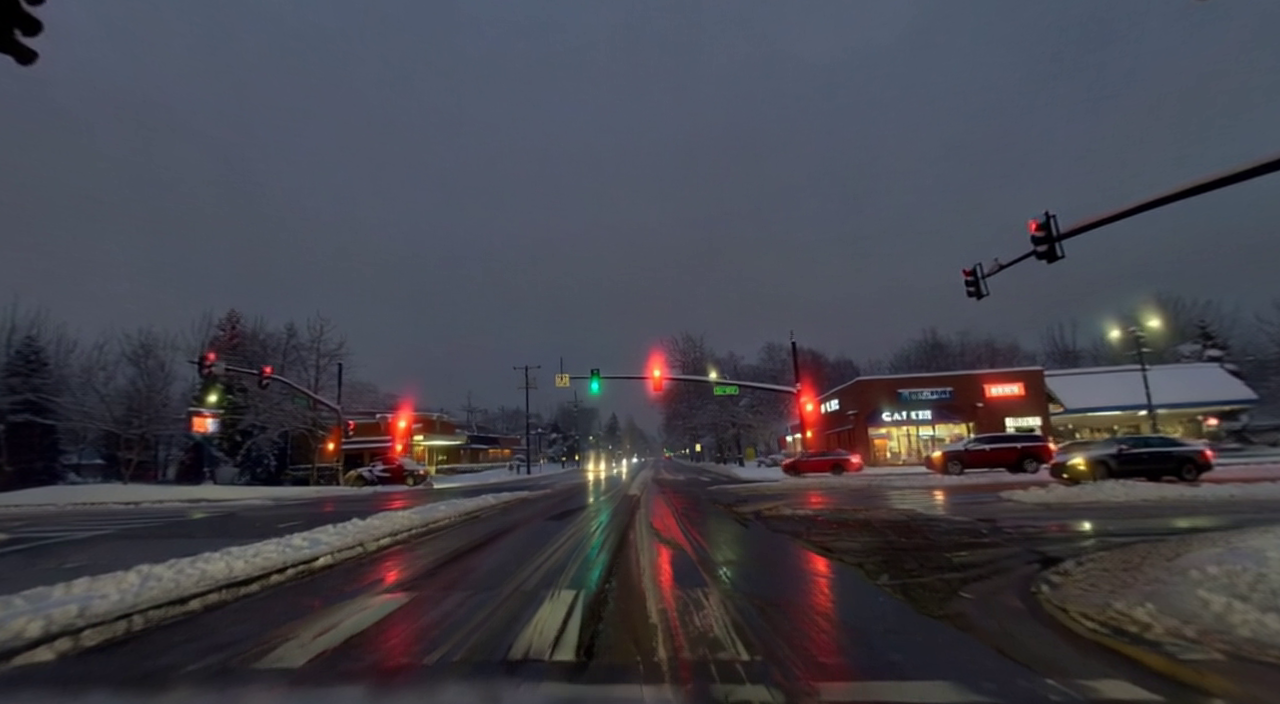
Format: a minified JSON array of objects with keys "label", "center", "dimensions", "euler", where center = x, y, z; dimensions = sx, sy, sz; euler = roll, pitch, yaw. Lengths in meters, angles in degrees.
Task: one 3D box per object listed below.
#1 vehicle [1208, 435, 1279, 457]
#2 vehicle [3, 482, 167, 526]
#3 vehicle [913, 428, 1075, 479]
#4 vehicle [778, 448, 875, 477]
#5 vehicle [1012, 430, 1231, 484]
[{"label":"vehicle","center":[42.012,6.496,43.522],"dimensions":[4.347,1.446,1.777],"euler":[1,-9,-10]},{"label":"vehicle","center":[-21.176,5.796,24.216],"dimensions":[4.676,1.463,1.909],"euler":[-1,-9,6]},{"label":"vehicle","center":[12.968,3.787,23.577],"dimensions":[4.916,1.730,1.986],"euler":[-4,-9,22]},{"label":"vehicle","center":[10.255,6.047,34.842],"dimensions":[4.728,1.468,2.083],"euler":[-5,-10,29]},{"label":"vehicle","center":[14.379,3.178,19.265],"dimensions":[4.835,1.487,1.913],"euler":[-3,-9,20]}]
